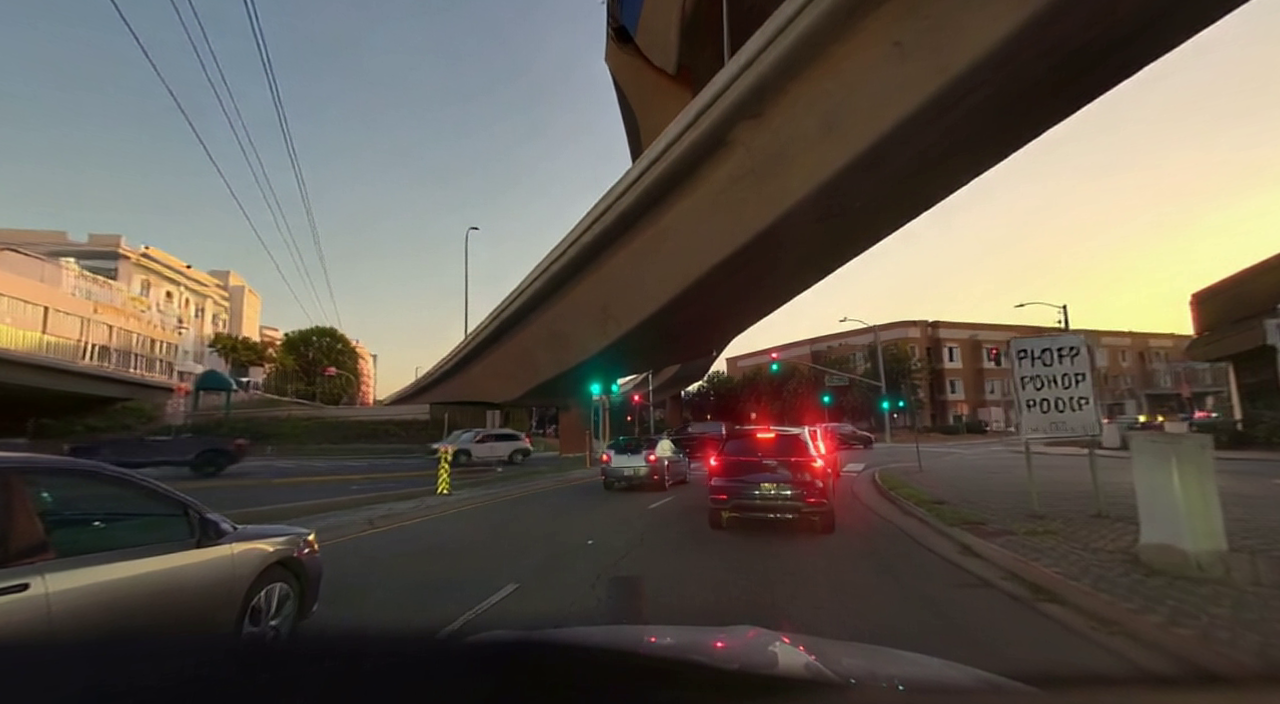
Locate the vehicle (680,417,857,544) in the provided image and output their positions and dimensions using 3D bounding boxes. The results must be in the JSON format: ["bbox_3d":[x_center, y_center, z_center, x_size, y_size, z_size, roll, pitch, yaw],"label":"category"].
[{"bbox_3d":[2.063,1.953,10.286,2.195,1.571,4.353,-2,-8,12],"label":"vehicle"}]

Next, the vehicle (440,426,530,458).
[{"bbox_3d":[-9.285,5.423,37.955,4.827,1.885,2.008,-1,-8,3],"label":"vehicle"}]

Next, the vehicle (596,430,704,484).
[{"bbox_3d":[0.474,3.327,20.288,2.214,1.519,4.704,-3,-9,17],"label":"vehicle"}]
